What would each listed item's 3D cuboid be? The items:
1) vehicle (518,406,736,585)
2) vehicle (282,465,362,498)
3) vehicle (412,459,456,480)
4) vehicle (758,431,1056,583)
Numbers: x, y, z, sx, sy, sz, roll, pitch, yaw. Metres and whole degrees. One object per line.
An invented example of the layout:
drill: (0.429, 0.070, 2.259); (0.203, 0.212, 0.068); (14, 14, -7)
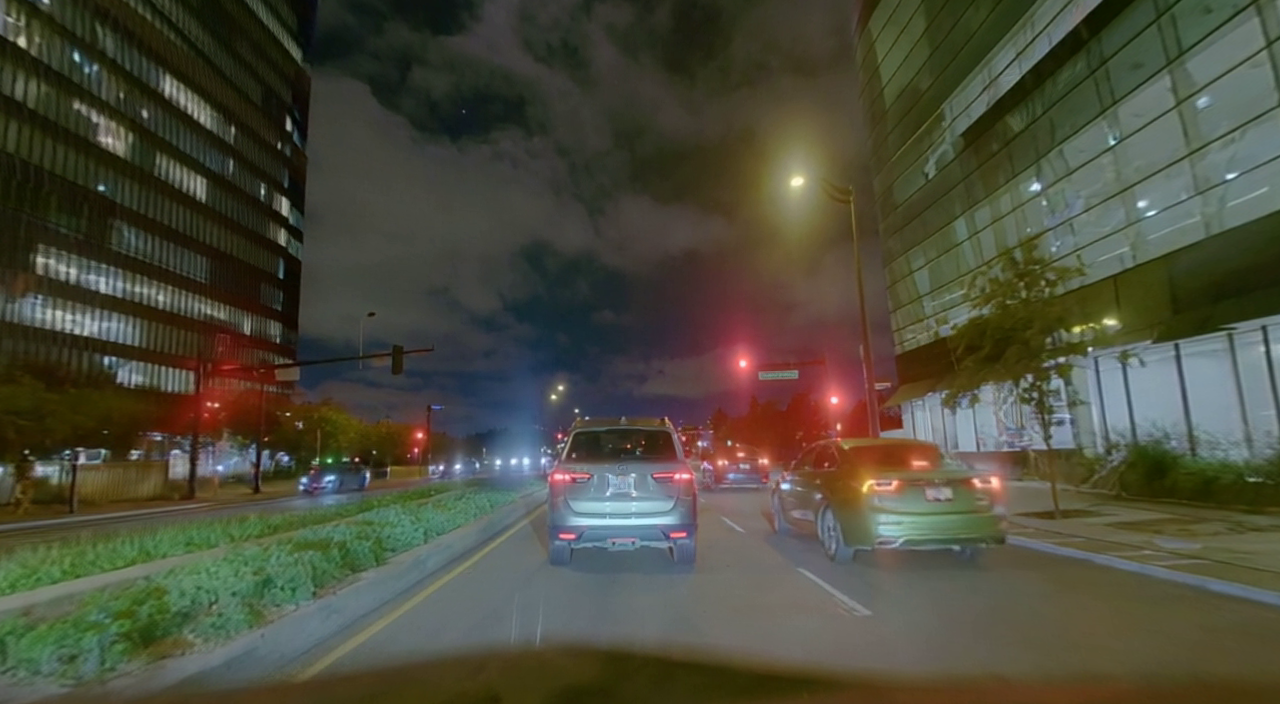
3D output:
vehicle: (-0.216, 1.751, 8.556); (2.178, 1.779, 4.255); (0, -8, -2)
vehicle: (-15.648, 6.364, 31.330); (1.798, 1.409, 4.239); (0, -8, -1)
vehicle: (-16.141, 9.250, 49.816); (2.077, 1.458, 4.718); (0, -8, -3)
vehicle: (3.081, 1.867, 8.512); (1.993, 1.480, 4.324); (0, -8, -2)
